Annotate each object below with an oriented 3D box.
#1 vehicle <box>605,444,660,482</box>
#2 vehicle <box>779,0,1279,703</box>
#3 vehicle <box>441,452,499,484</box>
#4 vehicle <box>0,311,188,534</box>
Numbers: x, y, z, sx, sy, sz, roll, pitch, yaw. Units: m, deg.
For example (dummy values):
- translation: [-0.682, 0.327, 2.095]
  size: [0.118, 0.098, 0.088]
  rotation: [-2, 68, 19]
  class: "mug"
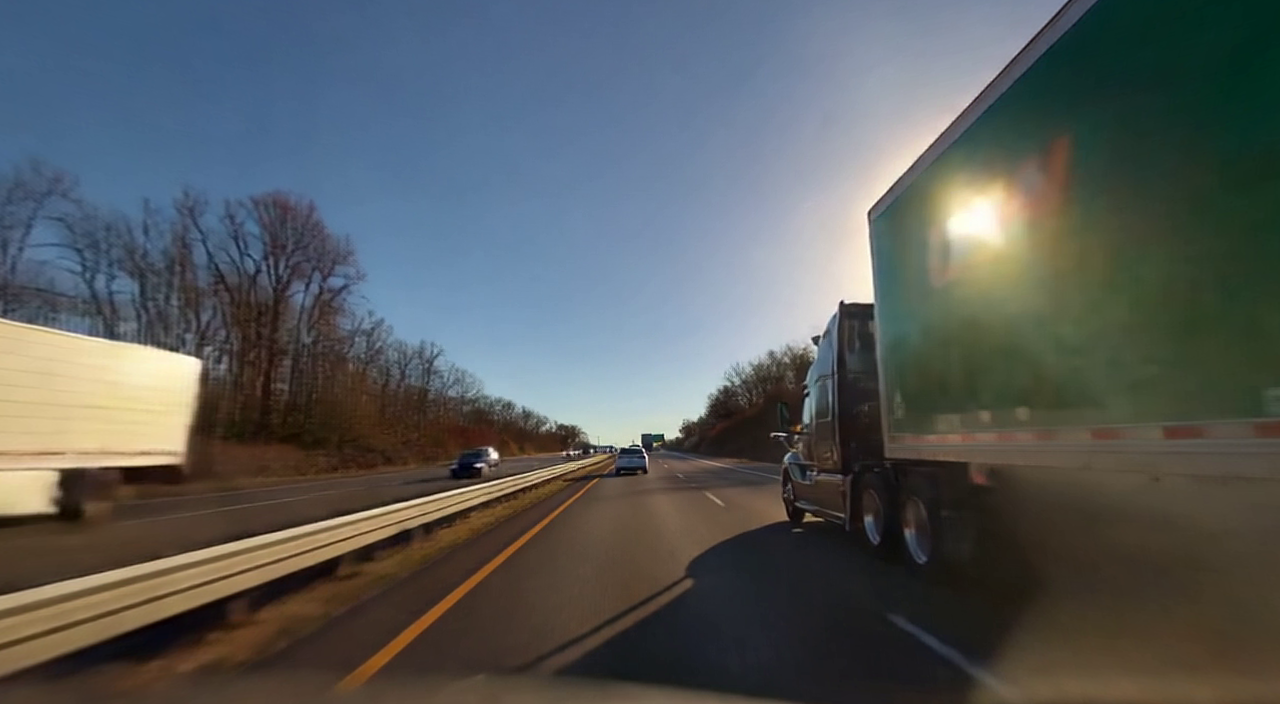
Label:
- translation: [-0.322, 4.850, 27.547]
  size: [2.244, 1.506, 4.097]
  rotation: [0, -9, -1]
  class: "vehicle"
- translation: [4.464, -0.056, 4.884]
  size: [3.317, 4.020, 14.141]
  rotation: [0, -9, -1]
  class: "vehicle"
- translation: [-8.381, 5.733, 31.258]
  size: [1.811, 1.474, 3.931]
  rotation: [-1, -9, 0]
  class: "vehicle"
- translation: [-13.245, 0.951, 9.306]
  size: [2.948, 4.058, 13.770]
  rotation: [-1, -9, -1]
  class: "vehicle"
